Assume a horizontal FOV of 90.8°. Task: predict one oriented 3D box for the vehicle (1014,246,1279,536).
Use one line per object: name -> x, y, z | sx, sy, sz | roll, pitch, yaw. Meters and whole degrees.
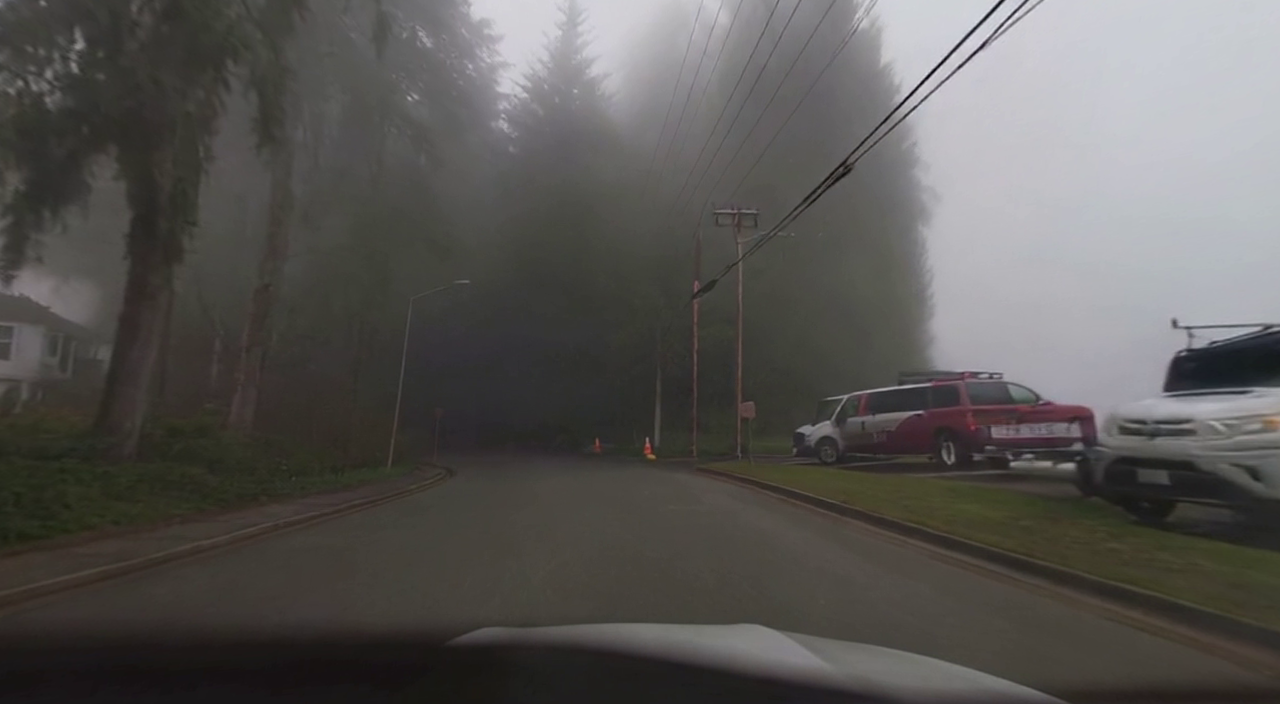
vehicle -> 6.972, 0.576, 7.009 | 5.269, 2.289, 2.446 | 5, -10, -30
